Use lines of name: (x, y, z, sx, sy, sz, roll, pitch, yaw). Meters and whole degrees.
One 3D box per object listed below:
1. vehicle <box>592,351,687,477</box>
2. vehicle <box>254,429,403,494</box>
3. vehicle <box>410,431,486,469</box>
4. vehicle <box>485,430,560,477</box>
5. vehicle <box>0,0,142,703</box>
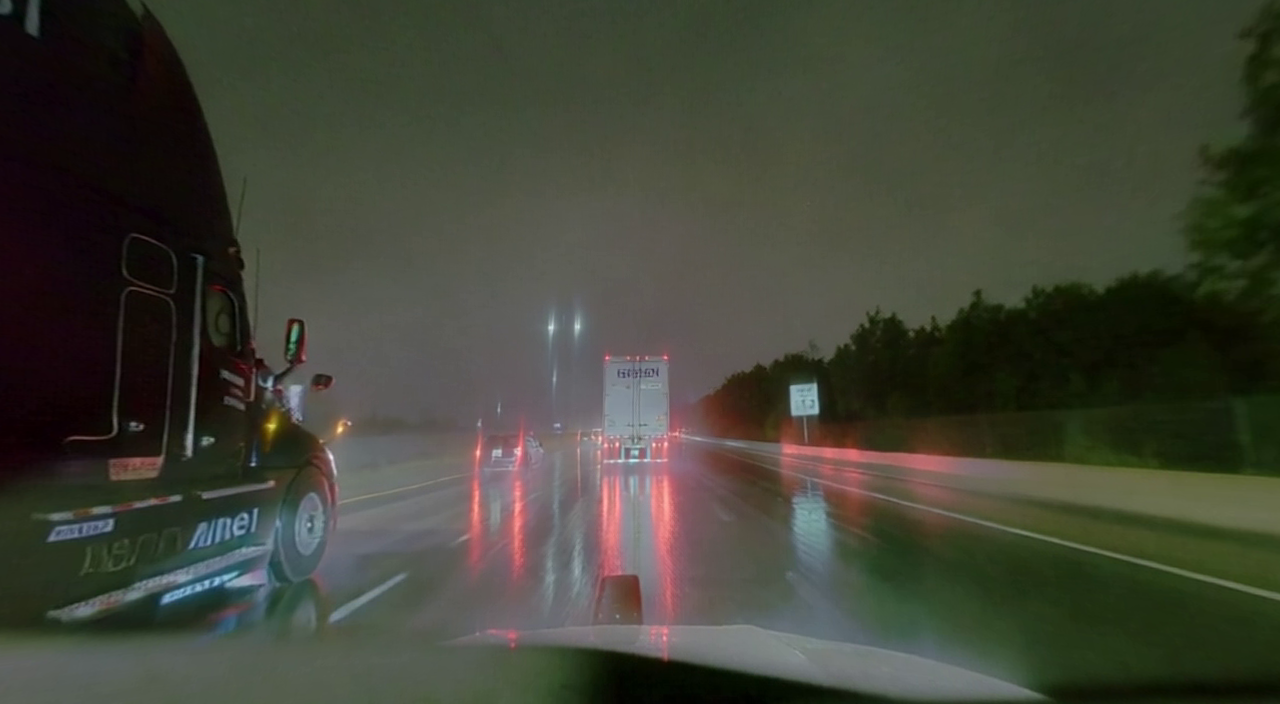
vehicle: (-0.199, 2.727, 26.063, 3.118, 4.106, 10.719, 0, -8, -2)
vehicle: (-8.090, 2.837, 16.815, 1.943, 1.500, 4.011, 0, -8, -1)
vehicle: (-8.492, 4.355, 28.249, 1.976, 1.510, 4.604, 0, -8, 0)
vehicle: (-4.030, 3.541, 22.220, 1.933, 1.492, 3.838, 0, -8, -1)
vehicle: (-4.381, -0.510, 0.522, 3.007, 4.031, 6.044, 0, -7, -3)
